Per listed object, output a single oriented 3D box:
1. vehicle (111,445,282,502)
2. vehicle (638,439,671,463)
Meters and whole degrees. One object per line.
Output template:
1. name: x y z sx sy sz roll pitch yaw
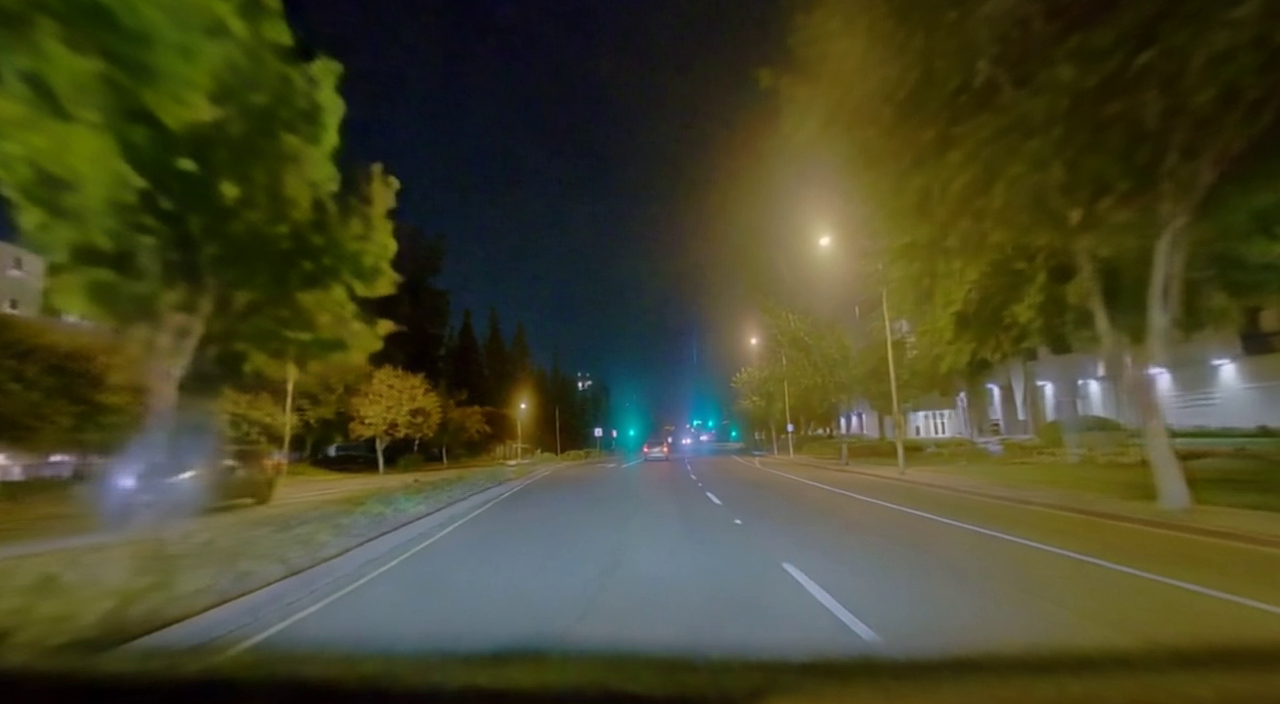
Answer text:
1. vehicle: -16.212 4.413 23.632 2.292 1.843 5.642 0 -8 0
2. vehicle: 1.041 6.776 43.337 2.037 1.568 3.693 0 -8 4
